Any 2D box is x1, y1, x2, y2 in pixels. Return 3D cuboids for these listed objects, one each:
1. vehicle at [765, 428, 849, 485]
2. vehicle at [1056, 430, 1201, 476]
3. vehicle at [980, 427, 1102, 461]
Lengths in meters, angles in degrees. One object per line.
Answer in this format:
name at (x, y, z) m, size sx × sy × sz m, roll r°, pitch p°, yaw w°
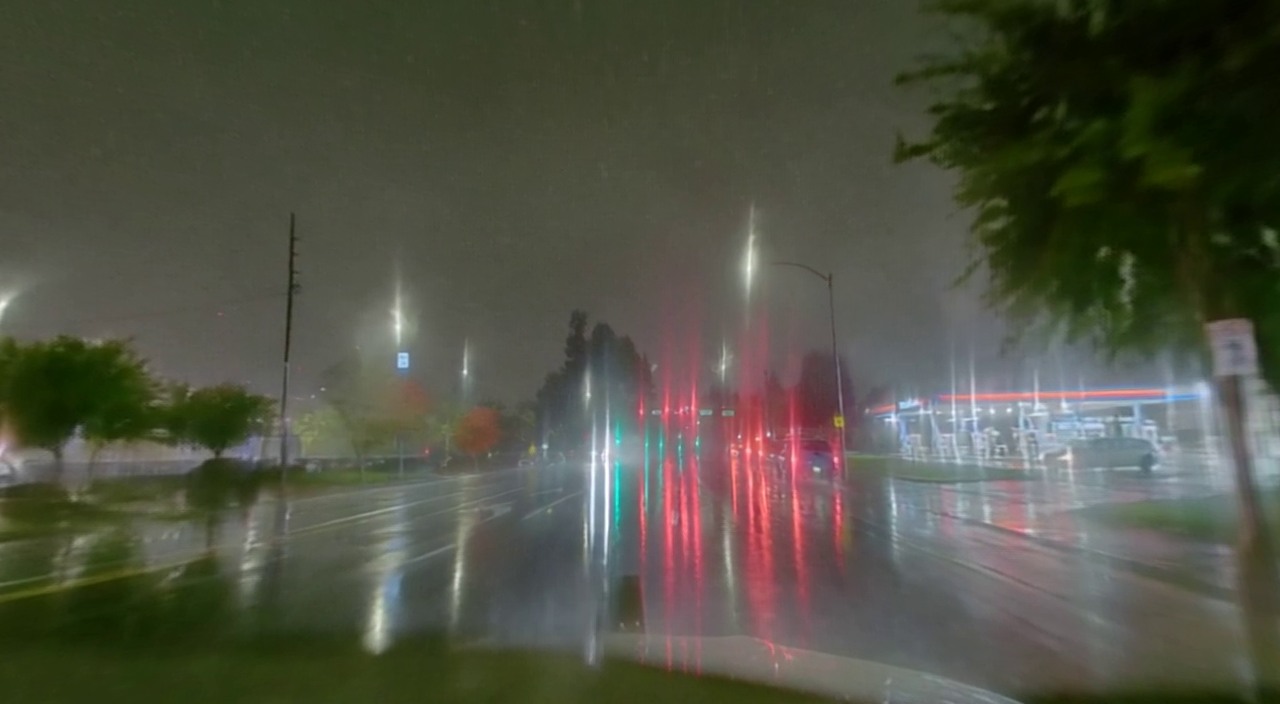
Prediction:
vehicle at (6.100, 3.886, 23.707) m, size 2.194 × 1.896 × 5.049 m, roll -1°, pitch -9°, yaw 5°
vehicle at (16.737, 3.494, 22.009) m, size 1.919 × 1.411 × 4.440 m, roll -1°, pitch -9°, yaw 7°
vehicle at (19.264, 4.476, 30.540) m, size 4.421 × 1.548 × 2.061 m, roll -1°, pitch -9°, yaw 7°
